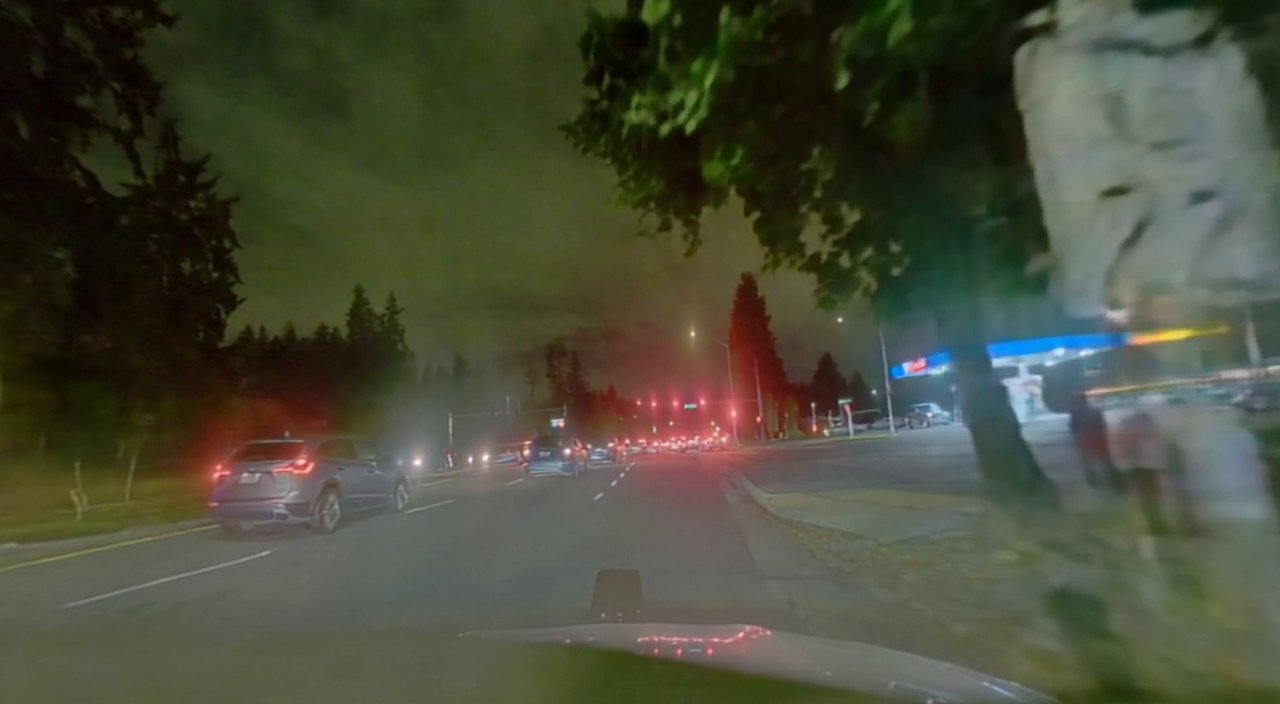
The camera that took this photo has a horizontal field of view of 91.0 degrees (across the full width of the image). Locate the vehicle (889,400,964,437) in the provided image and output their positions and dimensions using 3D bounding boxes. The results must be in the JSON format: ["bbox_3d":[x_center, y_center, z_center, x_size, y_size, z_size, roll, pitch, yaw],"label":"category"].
[{"bbox_3d":[18.921,4.506,41.976,2.322,2.152,5.668,-2,-8,0],"label":"vehicle"}]

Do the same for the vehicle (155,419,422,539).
[{"bbox_3d":[-6.146,2.266,11.893,2.102,1.774,4.662,-1,-8,4],"label":"vehicle"}]

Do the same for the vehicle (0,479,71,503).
[{"bbox_3d":[-44.026,9.980,45.212,4.384,1.490,2.031,-1,-10,2],"label":"vehicle"}]

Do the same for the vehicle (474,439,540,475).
[{"bbox_3d":[-5.904,4.722,28.542,1.875,1.479,4.558,-1,-8,2],"label":"vehicle"}]

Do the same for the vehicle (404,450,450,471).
[{"bbox_3d":[-15.907,8.128,47.197,1.870,1.458,4.143,-1,-8,2],"label":"vehicle"}]

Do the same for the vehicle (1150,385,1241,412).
[{"bbox_3d":[37.762,3.236,42.955,1.816,1.452,4.698,-7,-7,0],"label":"vehicle"}]

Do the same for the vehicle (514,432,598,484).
[{"bbox_3d":[-2.694,3.526,21.211,2.060,1.580,3.980,-1,-8,4],"label":"vehicle"}]
